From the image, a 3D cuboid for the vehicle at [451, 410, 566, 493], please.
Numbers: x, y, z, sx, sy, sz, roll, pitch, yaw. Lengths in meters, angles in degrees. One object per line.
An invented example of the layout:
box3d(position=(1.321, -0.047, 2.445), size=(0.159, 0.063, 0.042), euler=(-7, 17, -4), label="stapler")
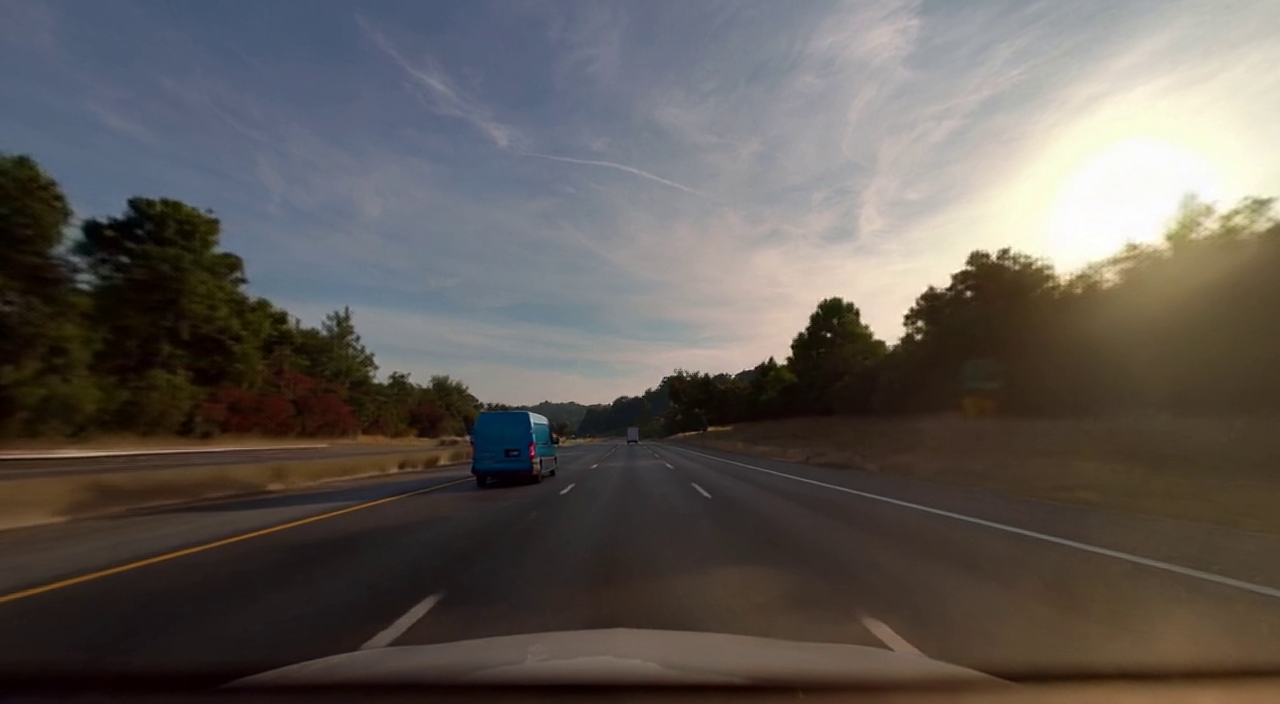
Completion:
box3d(position=(-3.514, 2.772, 17.938), size=(2.297, 2.011, 4.736), euler=(0, -8, -1), label="vehicle")
